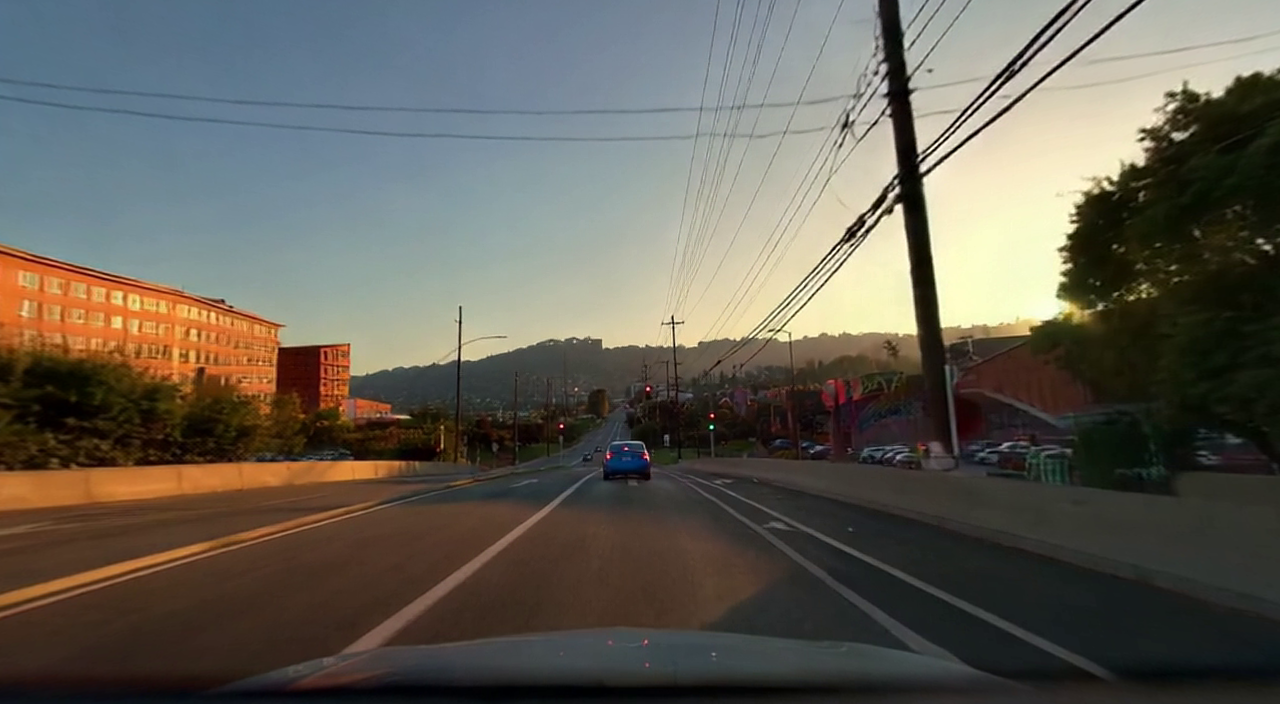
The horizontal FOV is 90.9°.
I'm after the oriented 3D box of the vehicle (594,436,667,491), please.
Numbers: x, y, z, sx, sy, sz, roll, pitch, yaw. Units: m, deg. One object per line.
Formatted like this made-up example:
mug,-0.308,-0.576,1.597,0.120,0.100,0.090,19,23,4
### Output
vehicle,-0.349,3.475,20.121,2.123,1.566,3.662,0,-8,-2
